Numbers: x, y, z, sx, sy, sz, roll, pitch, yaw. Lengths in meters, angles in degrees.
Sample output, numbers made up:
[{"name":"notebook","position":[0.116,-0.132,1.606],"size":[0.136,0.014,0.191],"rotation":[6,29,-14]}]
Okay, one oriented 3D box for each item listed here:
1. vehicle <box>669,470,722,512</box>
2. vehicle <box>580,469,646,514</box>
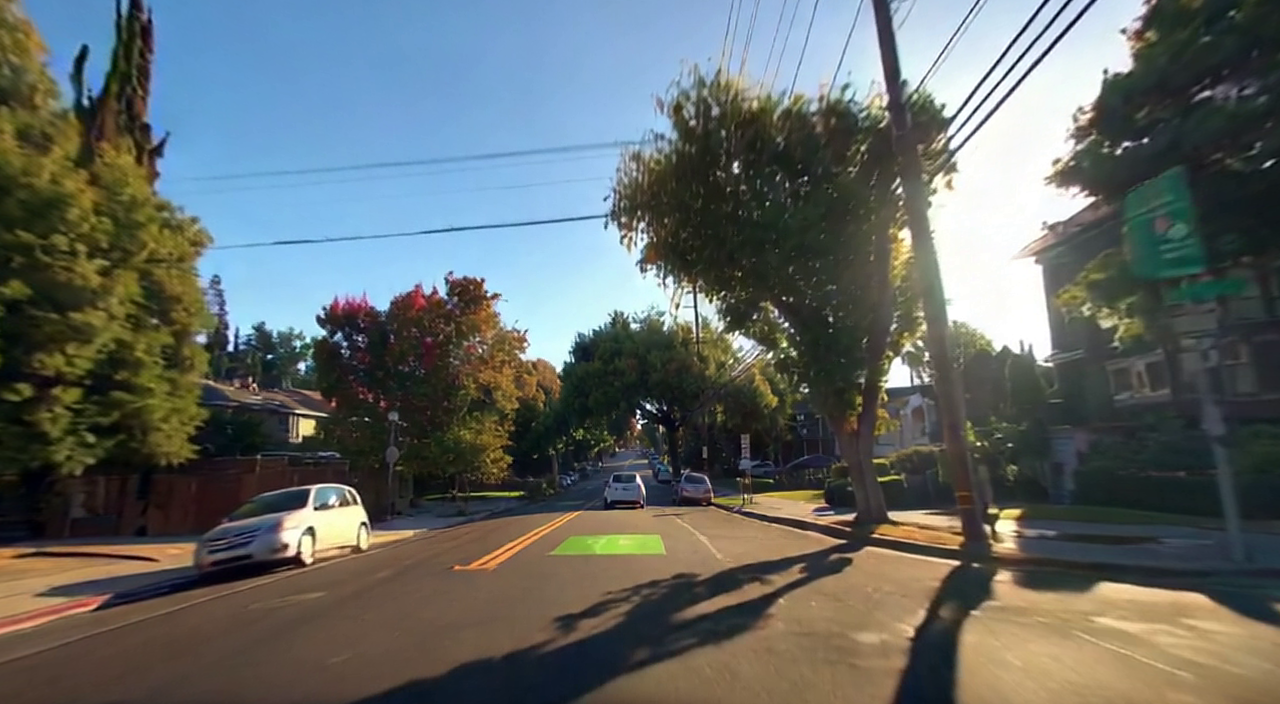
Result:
[{"name":"vehicle","position":[2.547,6.496,29.904],"size":[1.909,1.694,4.472],"rotation":[1,-9,-2]},{"name":"vehicle","position":[-0.918,5.251,24.083],"size":[2.235,1.500,4.496],"rotation":[-1,-11,1]}]
